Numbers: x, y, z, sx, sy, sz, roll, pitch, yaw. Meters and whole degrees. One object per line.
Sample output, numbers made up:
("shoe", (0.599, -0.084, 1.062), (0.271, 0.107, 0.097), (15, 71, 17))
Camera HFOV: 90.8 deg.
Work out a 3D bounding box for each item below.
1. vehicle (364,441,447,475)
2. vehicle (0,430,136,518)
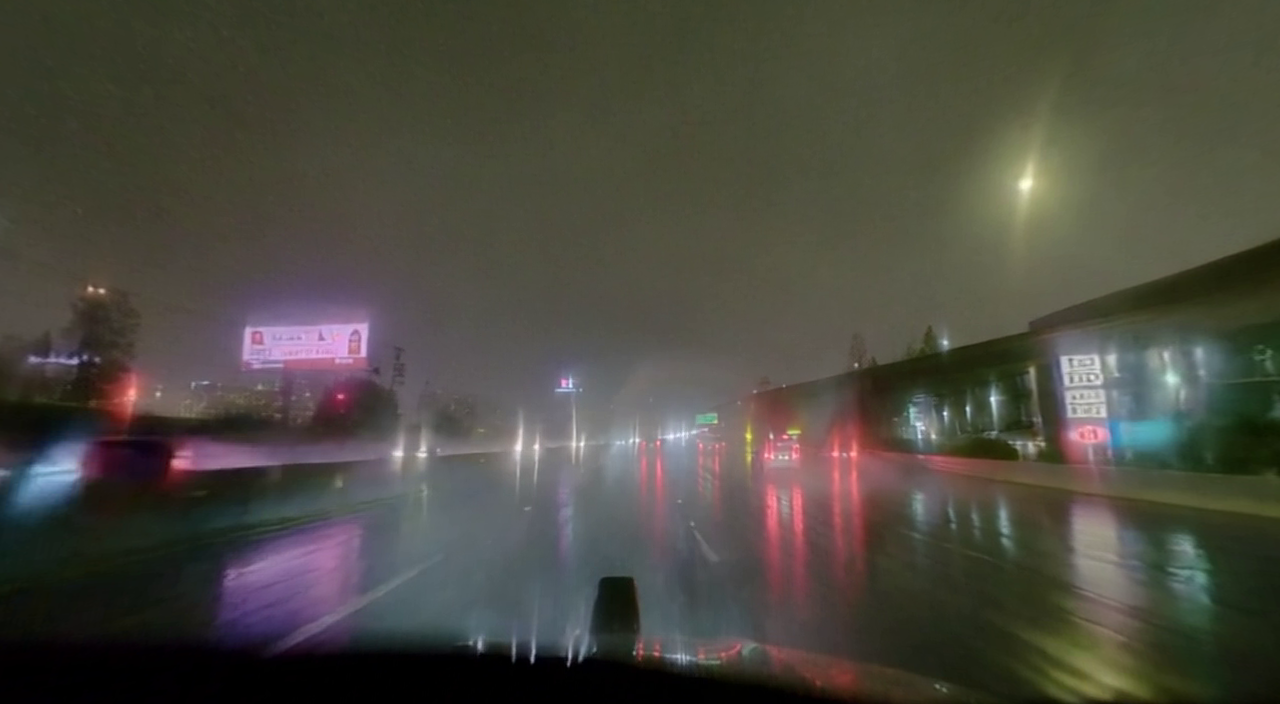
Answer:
("vehicle", (-11.358, 5.171, 31.027), (2.328, 1.496, 4.724), (0, -9, -1))
("vehicle", (-12.607, 2.387, 12.554), (1.824, 1.596, 3.948), (0, -9, 1))
